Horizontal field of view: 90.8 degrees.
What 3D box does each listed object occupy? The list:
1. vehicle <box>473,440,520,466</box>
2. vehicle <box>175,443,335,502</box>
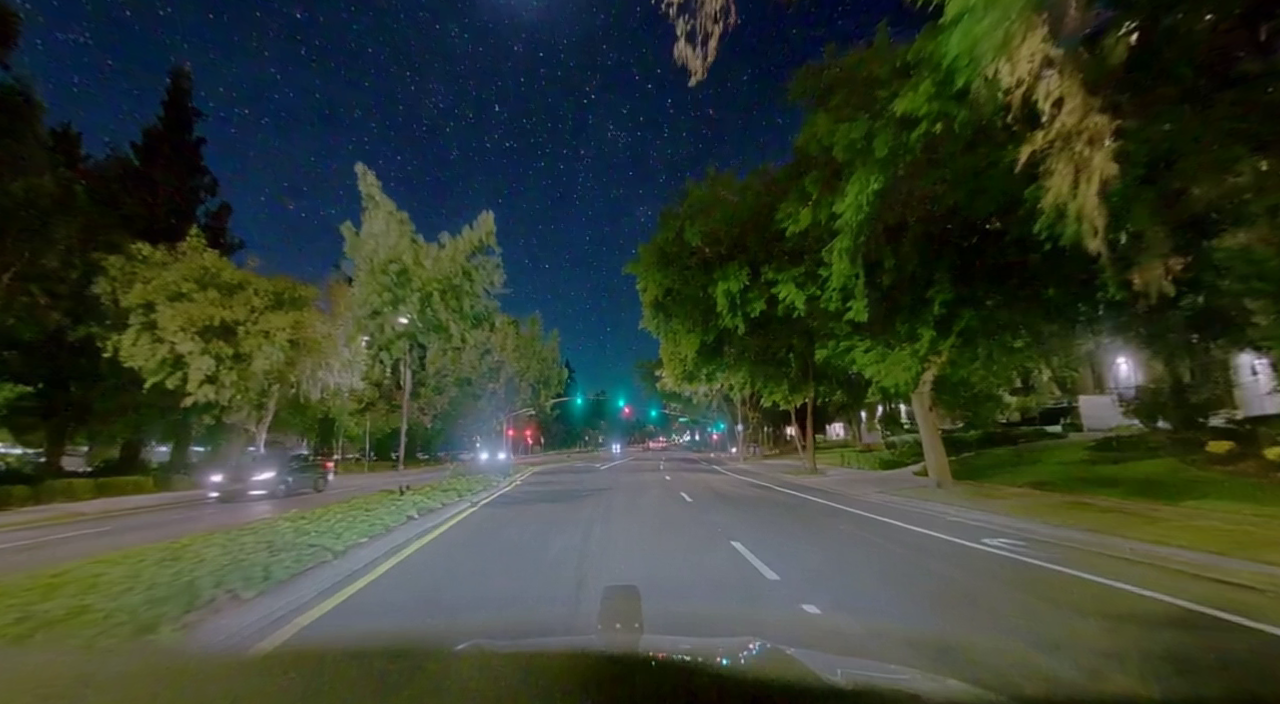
[{"bbox_3d":[-11.240,7.931,49.856,2.174,1.855,5.452,-1,-9,3],"label":"vehicle"},{"bbox_3d":[-11.599,3.626,19.522,1.948,1.558,4.672,-1,-9,1],"label":"vehicle"}]
